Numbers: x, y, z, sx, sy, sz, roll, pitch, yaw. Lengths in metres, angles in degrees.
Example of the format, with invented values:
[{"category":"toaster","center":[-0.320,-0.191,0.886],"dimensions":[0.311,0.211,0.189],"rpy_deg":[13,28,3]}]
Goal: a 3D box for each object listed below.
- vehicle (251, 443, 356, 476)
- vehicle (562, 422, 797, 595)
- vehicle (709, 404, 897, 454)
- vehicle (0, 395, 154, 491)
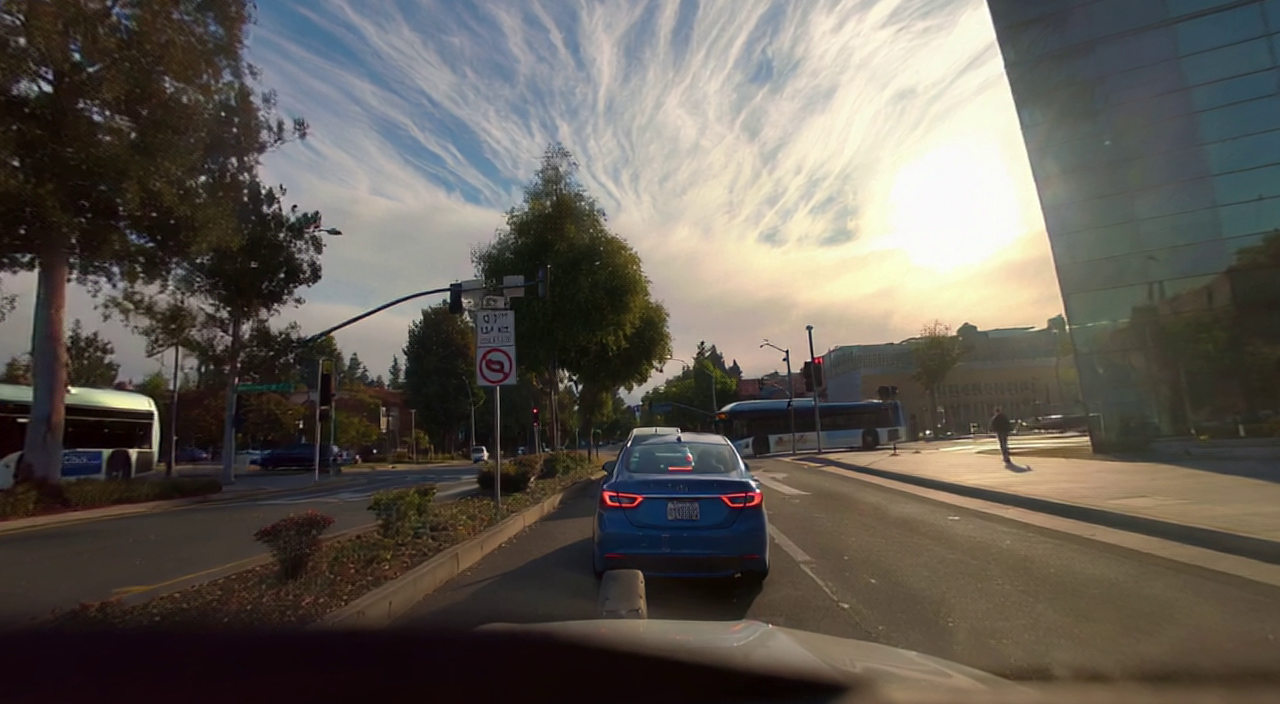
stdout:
[{"category":"vehicle","center":[-18.123,5.766,34.199],"dimensions":[1.892,1.645,4.561],"rpy_deg":[-7,-11,37]},{"category":"vehicle","center":[0.375,1.628,7.389],"dimensions":[2.006,1.470,3.799],"rpy_deg":[0,-8,1]},{"category":"vehicle","center":[12.483,6.023,49.295],"dimensions":[13.811,3.706,2.997],"rpy_deg":[0,-9,0]},{"category":"vehicle","center":[-25.954,3.645,25.323],"dimensions":[2.692,3.685,10.153],"rpy_deg":[-3,-9,20]}]
